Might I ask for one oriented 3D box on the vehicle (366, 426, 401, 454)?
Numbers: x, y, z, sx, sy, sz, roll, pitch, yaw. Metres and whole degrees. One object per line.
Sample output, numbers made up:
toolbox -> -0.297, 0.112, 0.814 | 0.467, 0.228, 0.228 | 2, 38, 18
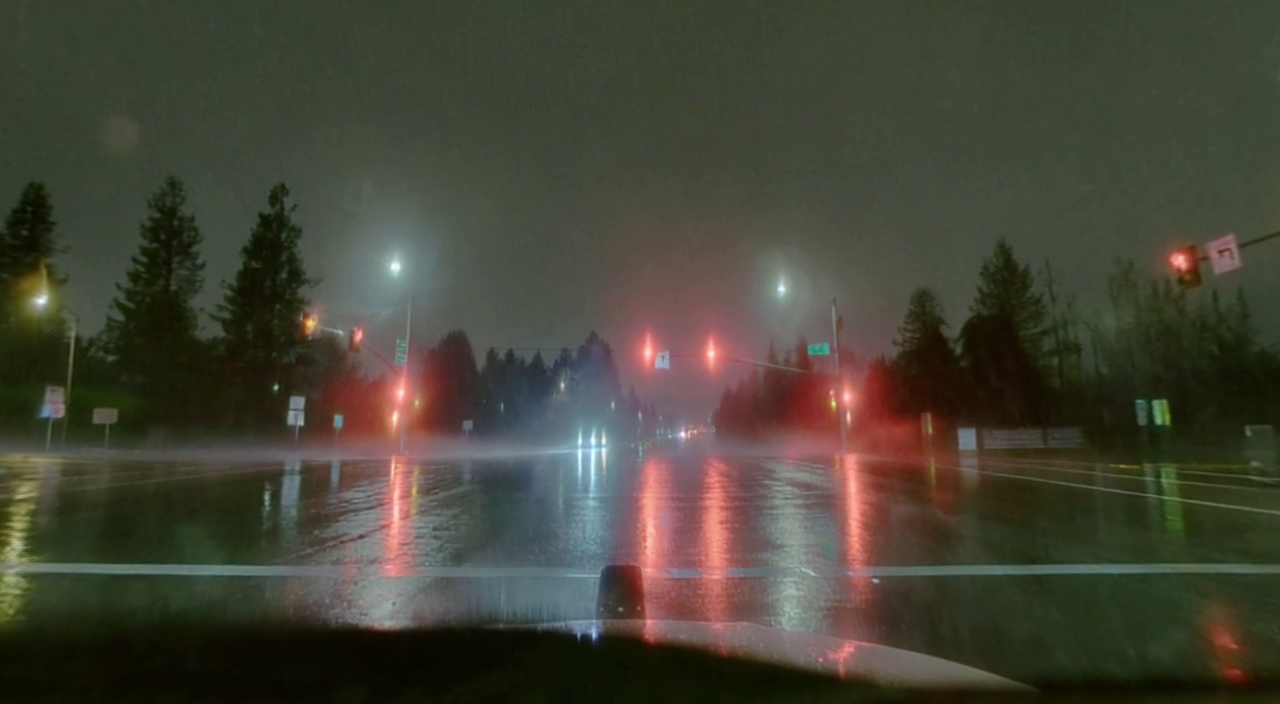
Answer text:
vehicle -> -20.001, 6.861, 48.868 | 1.873, 2.079, 2.879 | 5, -10, -33
